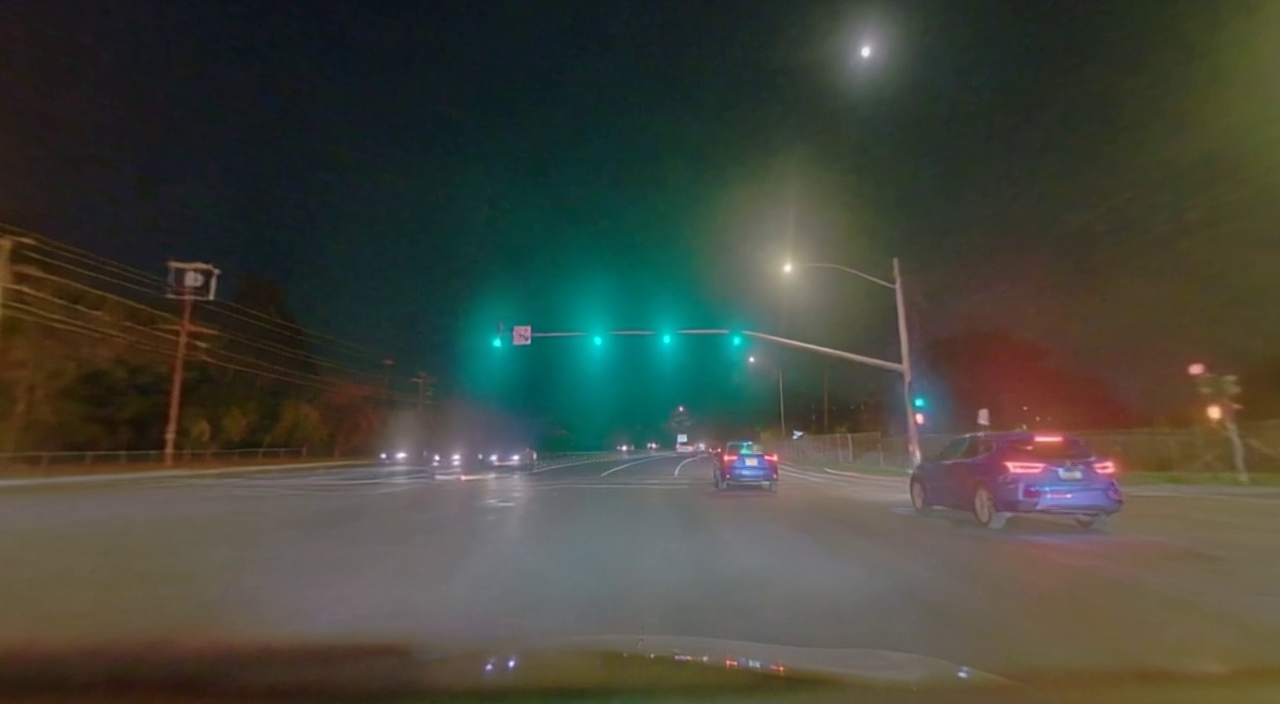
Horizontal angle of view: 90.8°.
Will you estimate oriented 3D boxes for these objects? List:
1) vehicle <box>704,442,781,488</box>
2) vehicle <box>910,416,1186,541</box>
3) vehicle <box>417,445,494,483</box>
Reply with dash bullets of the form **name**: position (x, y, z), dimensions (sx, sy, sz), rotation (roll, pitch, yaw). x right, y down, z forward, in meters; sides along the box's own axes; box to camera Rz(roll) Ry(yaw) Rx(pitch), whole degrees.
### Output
- **vehicle**: position (3.473, 3.926, 22.319), dimensions (2.035, 1.460, 4.392), rotation (0, -8, 1)
- **vehicle**: position (6.896, 2.167, 11.448), dimensions (2.029, 1.795, 4.371), rotation (0, -8, 0)
- **vehicle**: position (-8.342, 5.065, 29.092), dimensions (1.933, 1.502, 4.946), rotation (0, -8, 2)
